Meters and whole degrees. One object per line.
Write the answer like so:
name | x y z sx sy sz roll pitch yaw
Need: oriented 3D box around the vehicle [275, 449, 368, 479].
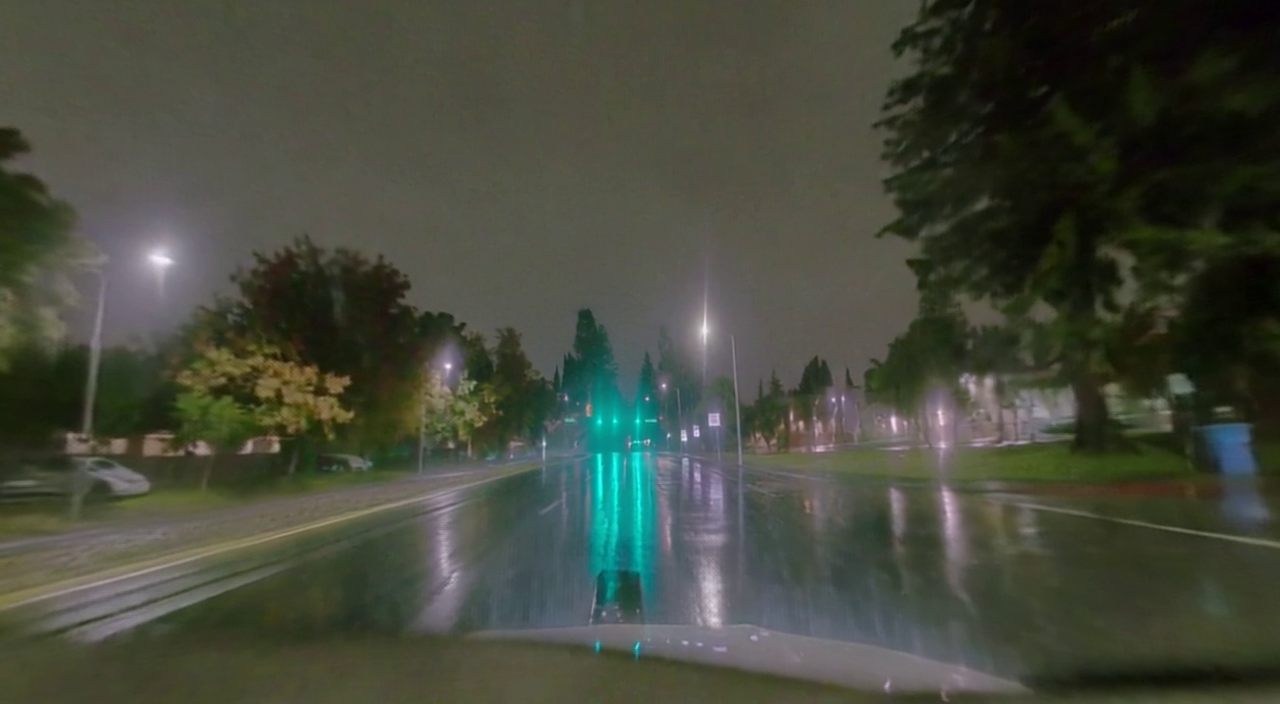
vehicle | -20.345 7.136 40.501 4.761 1.812 2.206 0 -9 -1

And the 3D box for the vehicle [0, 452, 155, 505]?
vehicle | -20.151 4.426 22.389 4.171 1.728 2.069 0 -9 1
